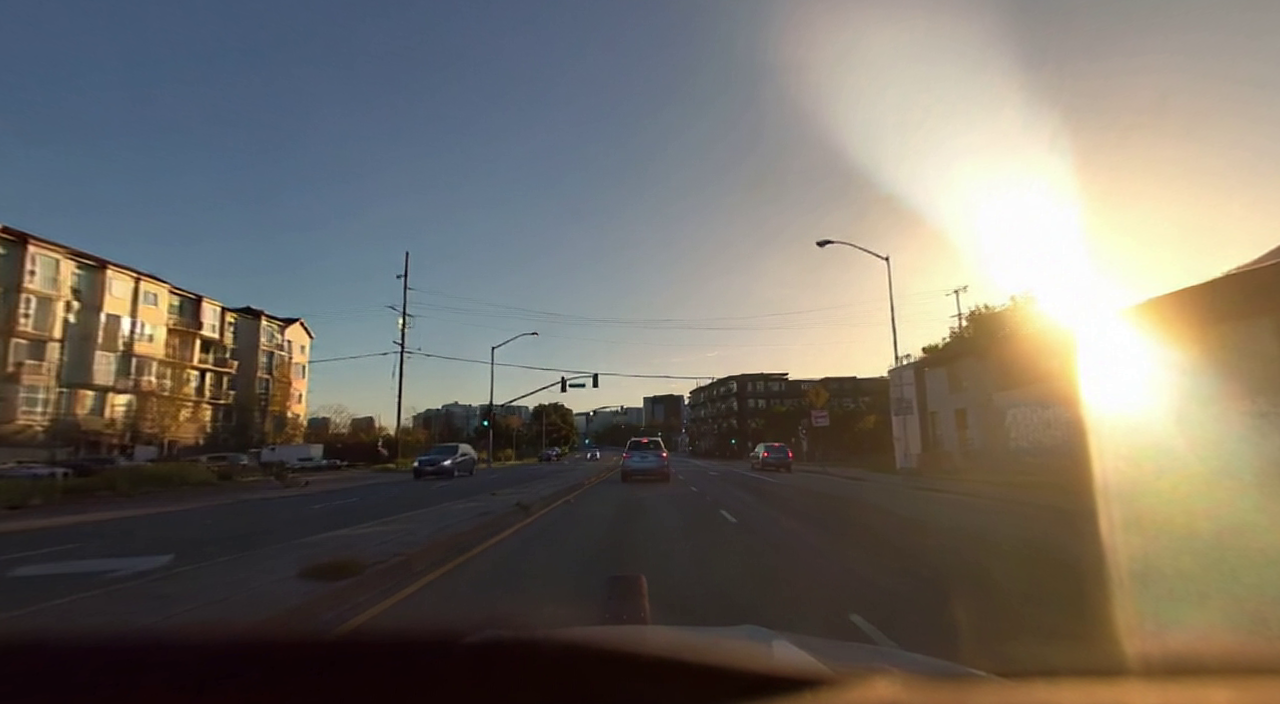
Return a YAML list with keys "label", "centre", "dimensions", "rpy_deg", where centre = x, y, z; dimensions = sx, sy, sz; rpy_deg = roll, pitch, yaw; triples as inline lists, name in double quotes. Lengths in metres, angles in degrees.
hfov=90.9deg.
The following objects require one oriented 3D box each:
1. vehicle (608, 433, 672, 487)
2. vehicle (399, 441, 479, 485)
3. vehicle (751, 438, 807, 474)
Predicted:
- label: "vehicle"
  centre: [0.048, 3.990, 23.634]
  dimensions: [2.160, 1.786, 4.702]
  rpy_deg: [0, -8, 1]
- label: "vehicle"
  centre: [-8.840, 4.896, 28.154]
  dimensions: [1.979, 1.794, 4.264]
  rpy_deg: [-1, -8, 3]
- label: "vehicle"
  centre: [7.084, 5.324, 32.500]
  dimensions: [1.952, 1.749, 4.311]
  rpy_deg: [0, -8, 1]
